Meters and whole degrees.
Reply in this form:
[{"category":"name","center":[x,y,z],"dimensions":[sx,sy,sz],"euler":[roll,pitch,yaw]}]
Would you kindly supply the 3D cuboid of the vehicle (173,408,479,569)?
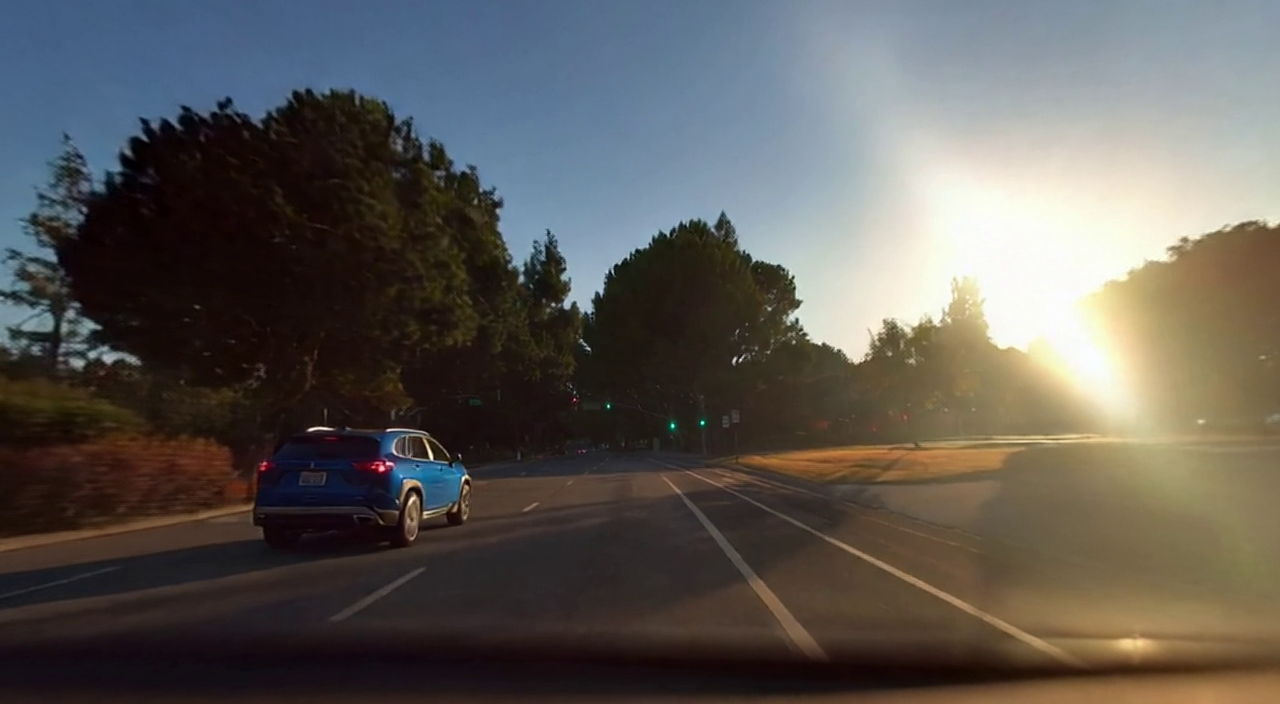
[{"category":"vehicle","center":[-3.979,1.818,9.123],"dimensions":[2.121,1.724,4.392],"euler":[0,-9,0]}]
